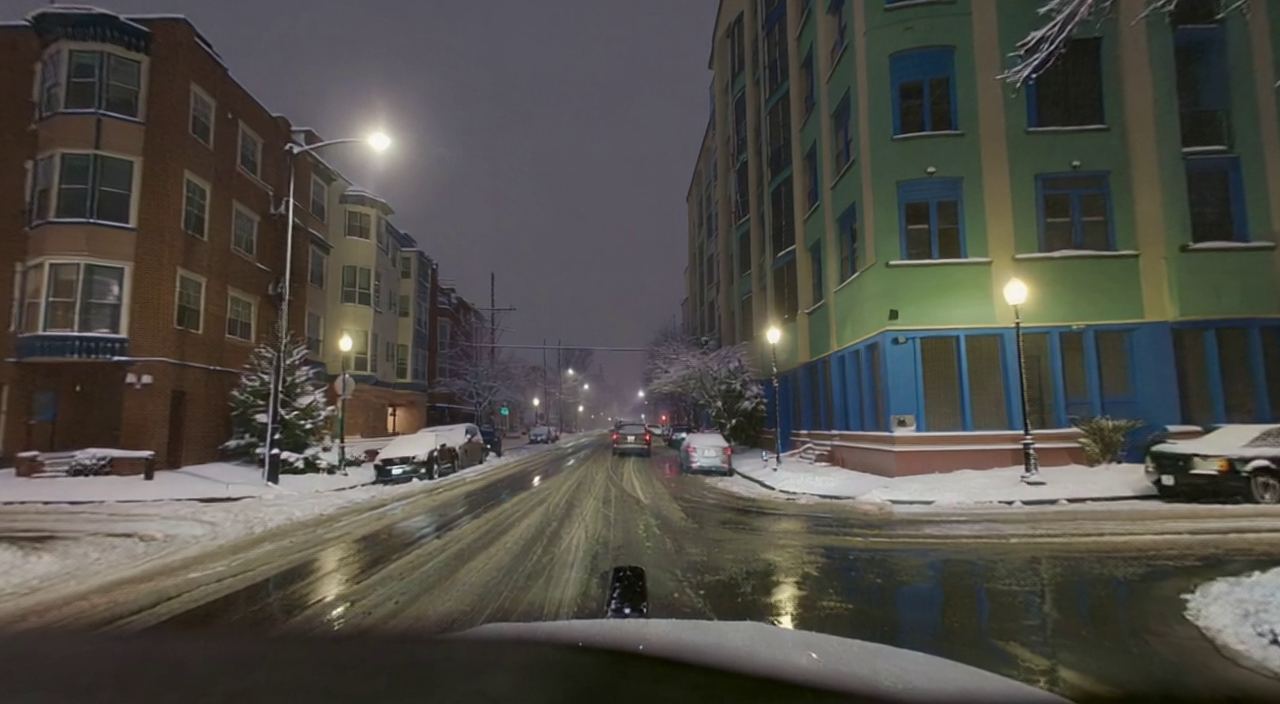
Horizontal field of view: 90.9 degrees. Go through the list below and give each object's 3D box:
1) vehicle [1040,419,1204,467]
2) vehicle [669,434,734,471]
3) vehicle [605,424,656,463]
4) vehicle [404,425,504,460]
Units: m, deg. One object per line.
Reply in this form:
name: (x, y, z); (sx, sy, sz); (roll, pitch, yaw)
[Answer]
vehicle: (15.285, 2.920, 20.134); (3.752, 1.453, 1.709); (0, -9, 2)
vehicle: (2.514, 4.303, 27.112); (2.290, 1.456, 4.503); (0, -9, -1)
vehicle: (-0.501, 4.707, 32.383); (2.412, 1.834, 4.636); (0, -8, -1)
vehicle: (-11.429, 5.593, 38.878); (5.540, 1.950, 2.113); (4, -12, -28)
